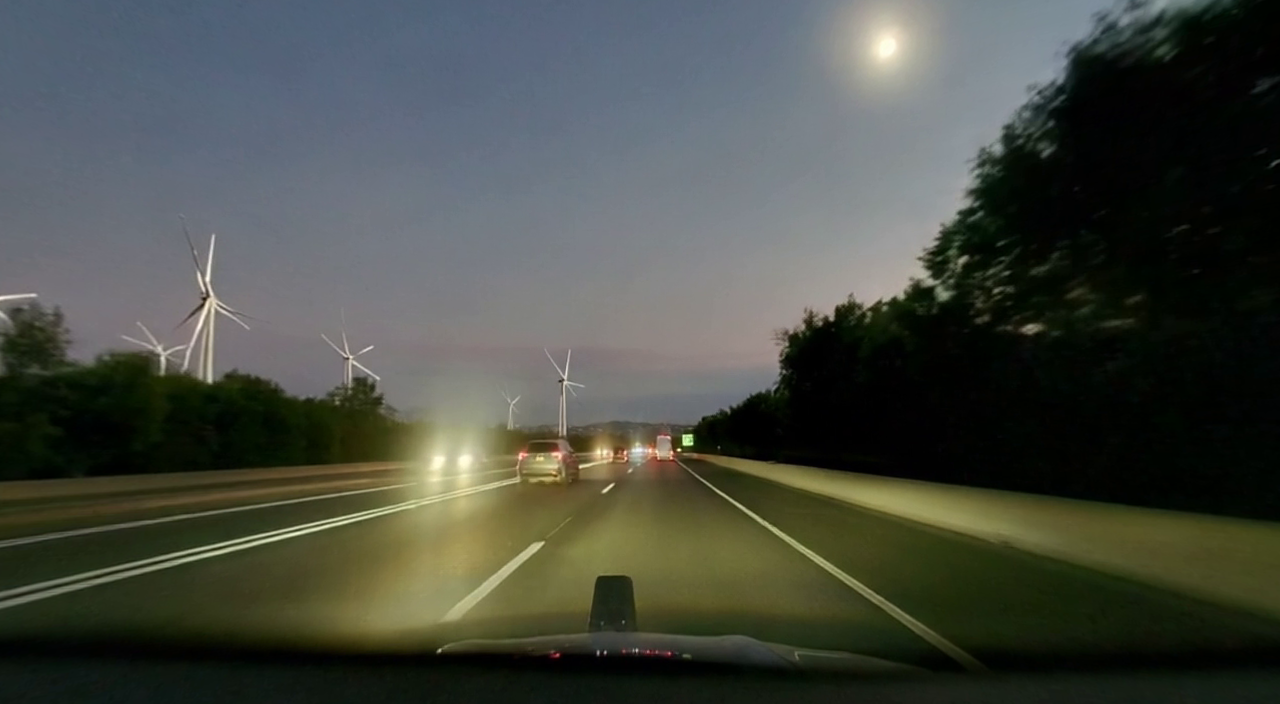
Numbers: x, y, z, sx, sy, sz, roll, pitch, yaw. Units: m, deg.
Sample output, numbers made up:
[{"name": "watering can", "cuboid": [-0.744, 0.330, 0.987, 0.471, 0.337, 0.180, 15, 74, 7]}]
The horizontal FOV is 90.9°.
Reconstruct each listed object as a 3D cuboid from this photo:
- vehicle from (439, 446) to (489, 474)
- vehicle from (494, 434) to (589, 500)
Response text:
[{"name": "vehicle", "cuboid": [-11.094, 6.816, 39.929, 1.868, 1.667, 4.142, 0, -9, 1]}, {"name": "vehicle", "cuboid": [-2.787, 3.376, 18.849, 2.038, 1.723, 4.150, 0, -9, 2]}]
